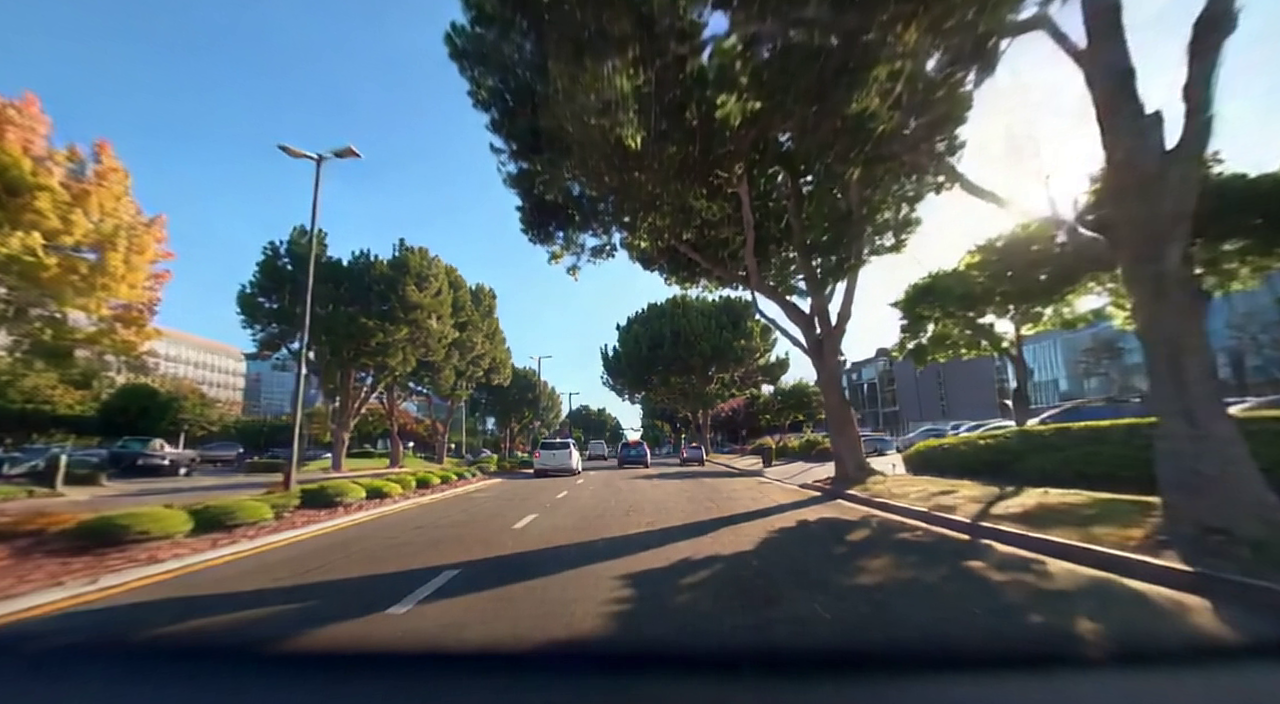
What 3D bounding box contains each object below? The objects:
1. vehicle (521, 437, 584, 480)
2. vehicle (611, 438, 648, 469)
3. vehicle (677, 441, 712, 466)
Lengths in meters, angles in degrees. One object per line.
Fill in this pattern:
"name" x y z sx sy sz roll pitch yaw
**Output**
"vehicle" -3.705 4.634 27.501 2.047 1.710 4.314 0 -10 1
"vehicle" -0.579 5.852 36.241 2.022 1.700 4.084 0 -10 0
"vehicle" 3.467 6.594 40.837 1.847 1.554 4.052 0 -10 -2
